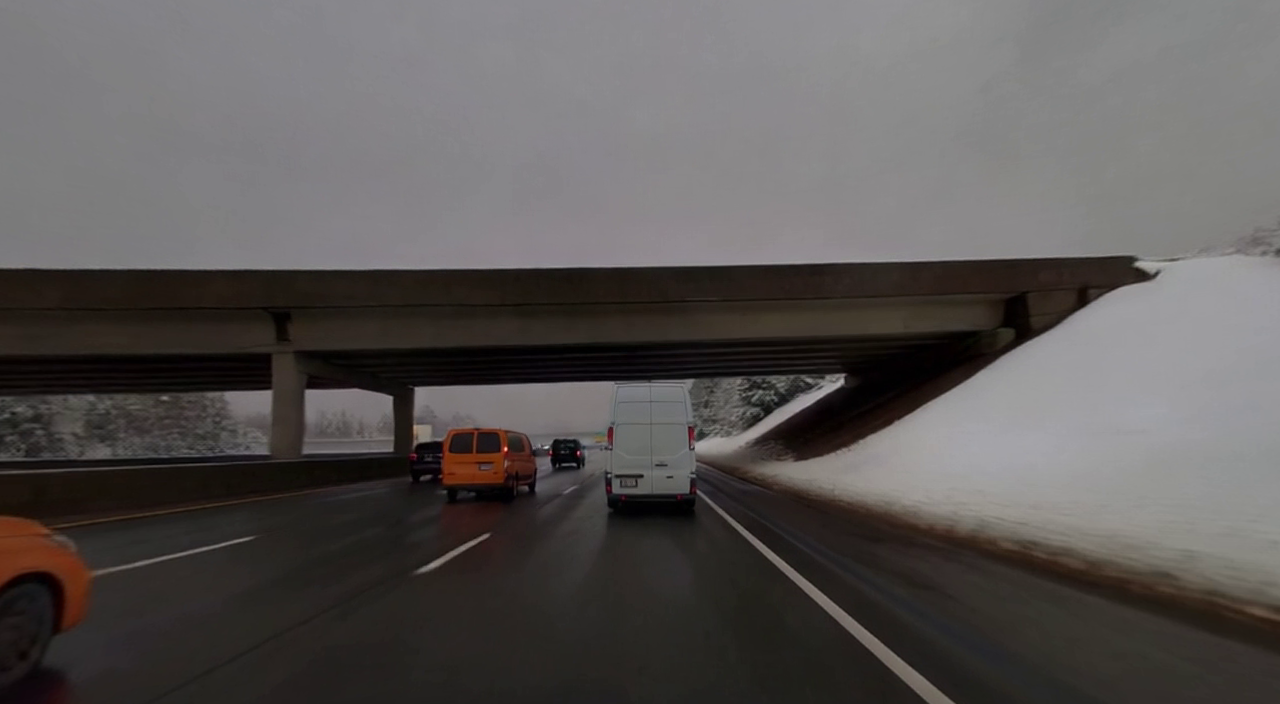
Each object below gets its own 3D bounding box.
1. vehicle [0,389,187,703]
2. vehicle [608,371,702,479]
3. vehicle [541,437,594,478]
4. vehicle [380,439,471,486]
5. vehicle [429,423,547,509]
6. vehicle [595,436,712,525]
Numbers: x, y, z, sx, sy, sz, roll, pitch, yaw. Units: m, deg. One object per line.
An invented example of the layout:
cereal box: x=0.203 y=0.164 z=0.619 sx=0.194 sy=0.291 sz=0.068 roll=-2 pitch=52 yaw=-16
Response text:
vehicle: x=-3.778 y=0.837 z=2.098 sx=1.845 sy=1.554 sz=3.565 roll=0 pitch=-9 yaw=0
vehicle: x=0.452 y=4.043 z=31.697 sx=3.289 sy=3.822 sz=18.653 roll=0 pitch=-9 yaw=0
vehicle: x=-3.516 y=5.217 z=31.319 sx=2.068 sy=1.862 sz=4.234 roll=0 pitch=-9 yaw=0
vehicle: x=-8.398 y=4.365 z=25.138 sx=2.093 sy=1.675 sz=4.233 roll=0 pitch=-9 yaw=0
vehicle: x=-3.673 y=2.840 z=16.023 sx=1.951 sy=1.882 sz=3.979 roll=0 pitch=-9 yaw=1
vehicle: x=0.220 y=2.469 z=12.522 sx=1.991 sy=1.507 sz=3.391 roll=0 pitch=-9 yaw=0
